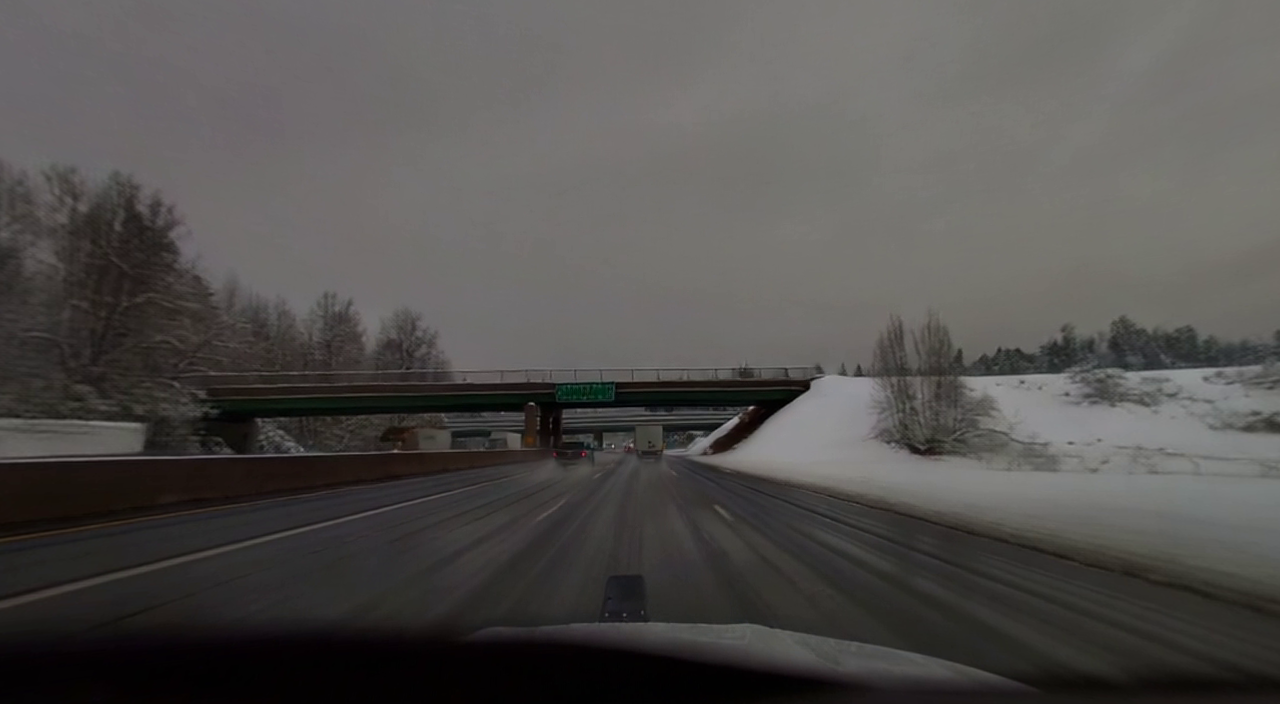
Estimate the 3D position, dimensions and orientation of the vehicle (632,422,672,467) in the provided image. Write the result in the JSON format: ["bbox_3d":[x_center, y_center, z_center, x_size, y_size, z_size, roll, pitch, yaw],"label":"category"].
[{"bbox_3d":[0.791,6.926,47.205,2.790,3.075,7.414,0,-9,0],"label":"vehicle"}]

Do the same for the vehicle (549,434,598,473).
[{"bbox_3d":[-3.814,5.972,37.175,2.233,2.093,5.565,0,-9,0],"label":"vehicle"}]

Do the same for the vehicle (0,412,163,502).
[{"bbox_3d":[-24.056,4.142,25.002,2.981,3.143,9.174,0,-9,0],"label":"vehicle"}]
